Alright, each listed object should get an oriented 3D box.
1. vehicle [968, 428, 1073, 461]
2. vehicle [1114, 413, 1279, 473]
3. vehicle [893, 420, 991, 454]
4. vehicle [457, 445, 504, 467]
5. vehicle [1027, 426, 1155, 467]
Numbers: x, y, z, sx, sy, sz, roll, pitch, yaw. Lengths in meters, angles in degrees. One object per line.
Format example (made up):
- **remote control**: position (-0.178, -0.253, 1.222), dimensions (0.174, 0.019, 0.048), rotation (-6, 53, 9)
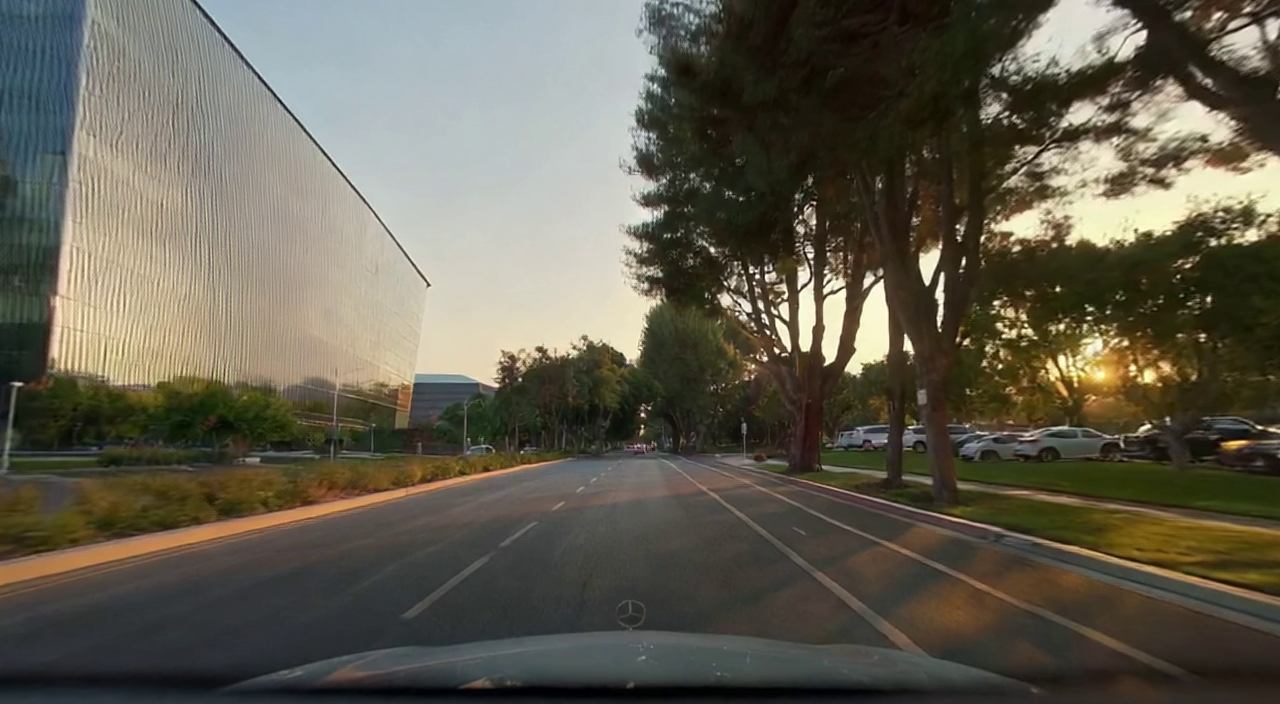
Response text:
- **vehicle**: position (16.431, 4.014, 27.315), dimensions (3.410, 1.368, 1.789), rotation (0, -9, -4)
- **vehicle**: position (15.926, 2.565, 17.994), dimensions (3.322, 1.389, 1.731), rotation (-4, -5, -2)
- **vehicle**: position (15.387, 4.336, 32.257), dimensions (3.935, 1.487, 2.018), rotation (-2, -7, -2)
- **vehicle**: position (-11.776, 7.702, 46.844), dimensions (2.128, 1.514, 4.784), rotation (-1, -8, 2)
- **vehicle**: position (16.235, 3.377, 22.822), dimensions (3.313, 1.368, 1.690), rotation (0, -7, 2)
